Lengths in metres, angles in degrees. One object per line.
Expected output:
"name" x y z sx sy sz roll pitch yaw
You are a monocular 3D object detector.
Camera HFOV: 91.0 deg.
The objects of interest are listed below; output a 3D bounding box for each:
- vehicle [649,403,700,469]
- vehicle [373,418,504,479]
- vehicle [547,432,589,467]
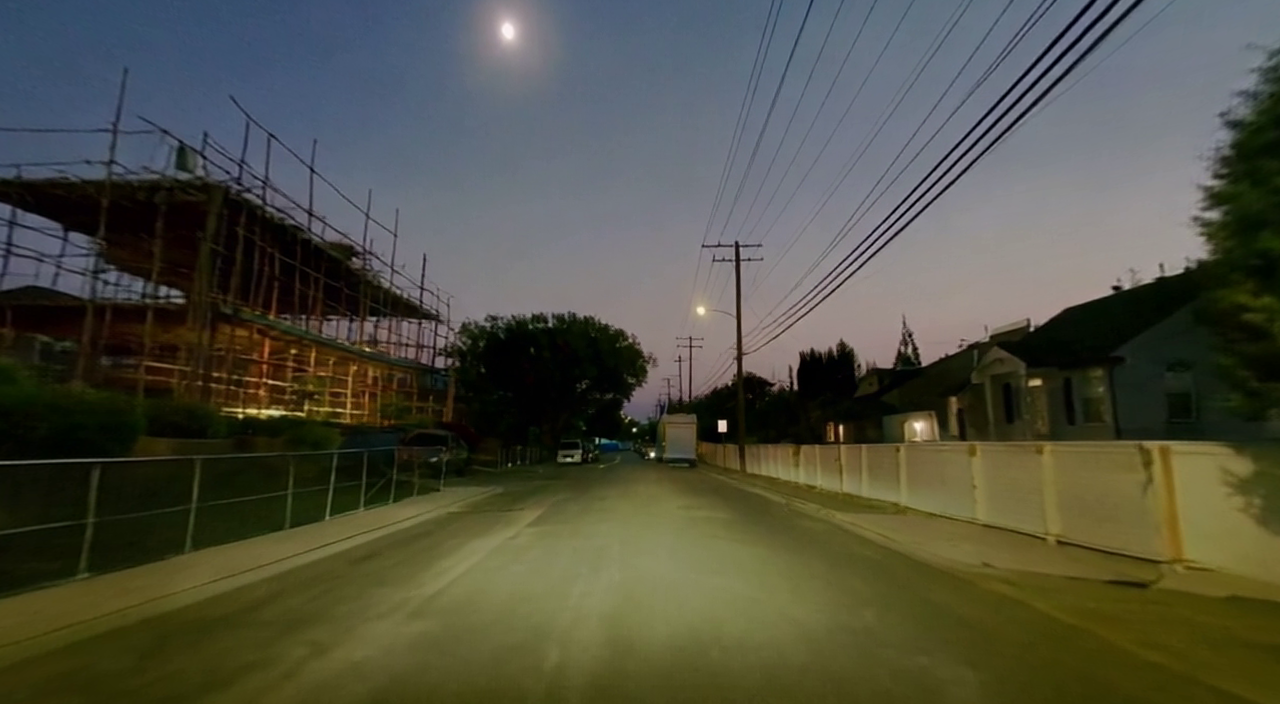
"vehicle" 2.299 6.021 43.360 2.915 3.793 9.963 4 -11 3
"vehicle" -6.977 3.441 22.698 2.238 1.895 5.648 -1 -8 8
"vehicle" -4.812 6.548 42.710 2.171 1.910 4.789 -1 -4 2
